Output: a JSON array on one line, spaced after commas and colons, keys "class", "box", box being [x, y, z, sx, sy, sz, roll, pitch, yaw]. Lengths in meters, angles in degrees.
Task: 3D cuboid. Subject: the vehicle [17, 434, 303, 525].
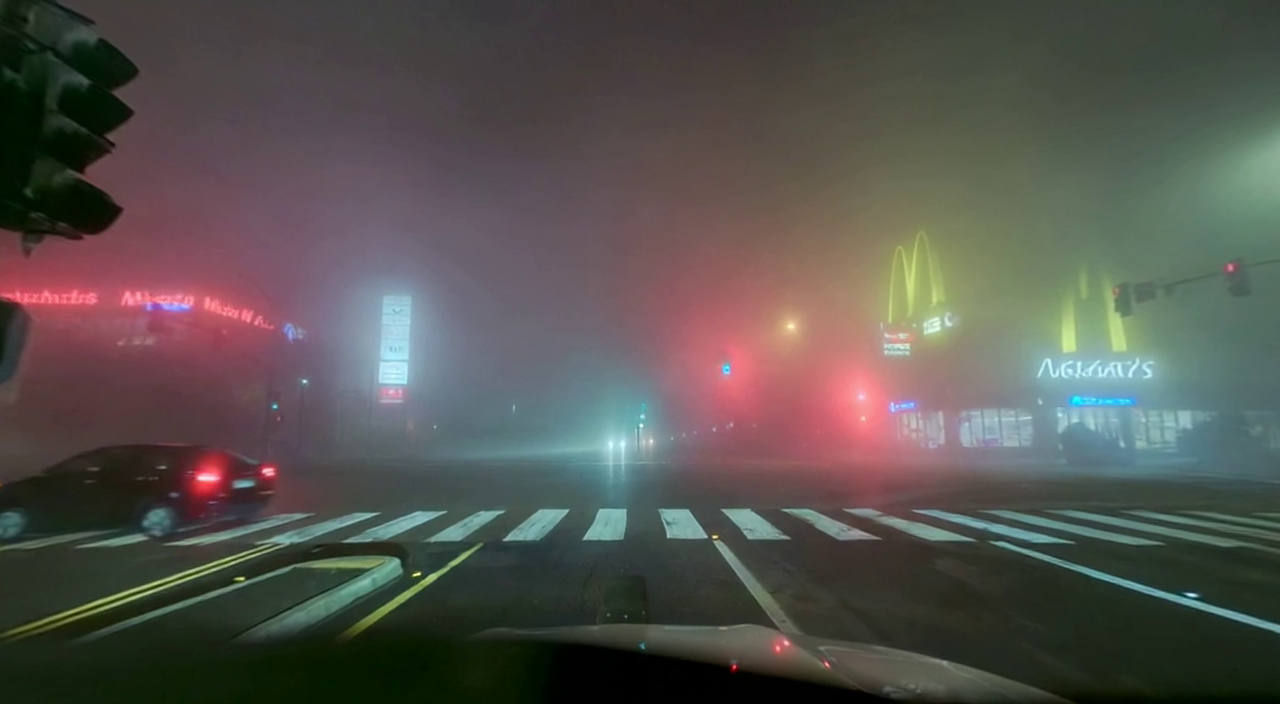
[{"class": "vehicle", "box": [-8.940, 2.384, 12.424, 2.086, 1.447, 4.493, 0, -8, 0]}]
